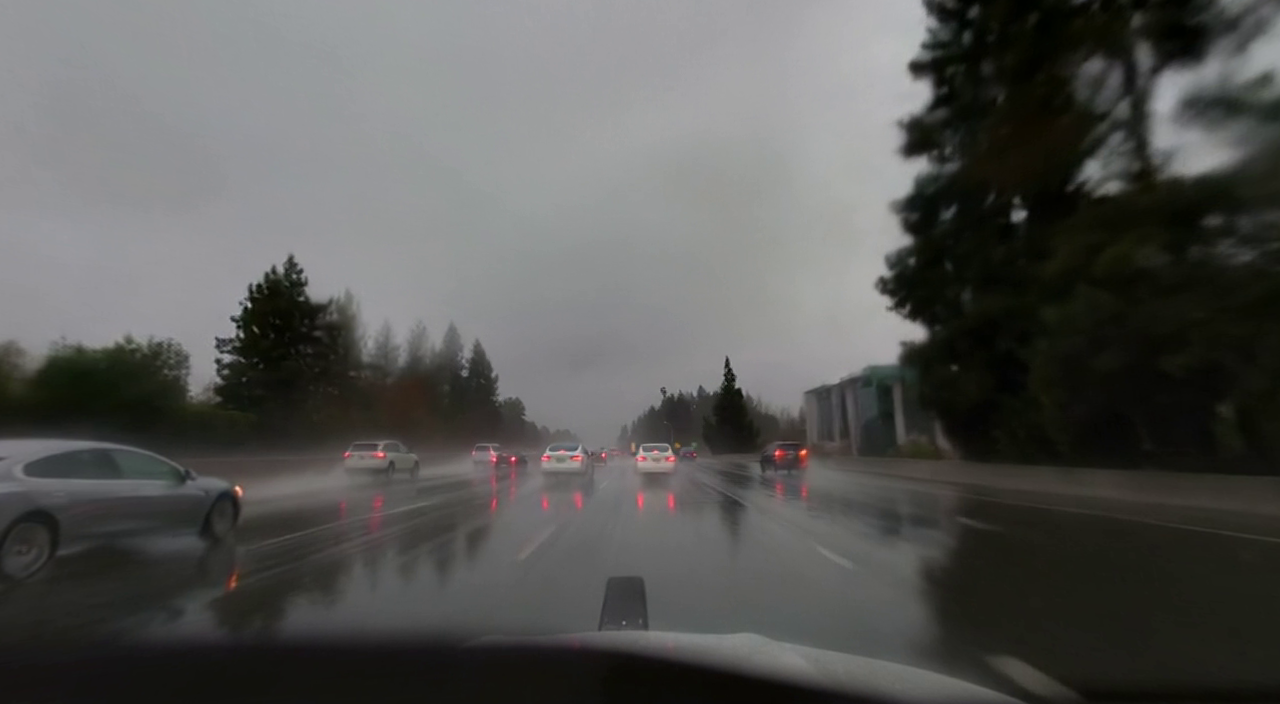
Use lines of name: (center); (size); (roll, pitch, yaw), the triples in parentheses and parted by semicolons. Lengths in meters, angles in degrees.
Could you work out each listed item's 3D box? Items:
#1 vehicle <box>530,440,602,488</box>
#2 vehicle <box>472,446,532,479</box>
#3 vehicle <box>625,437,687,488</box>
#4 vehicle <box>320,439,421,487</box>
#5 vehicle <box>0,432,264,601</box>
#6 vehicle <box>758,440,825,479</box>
vehicle: (-2.711, 4.222, 24.116); (2.102, 1.624, 4.257); (-1, -8, 2)
vehicle: (-6.593, 5.312, 30.580); (1.886, 1.455, 4.148); (0, -8, 1)
vehicle: (0.575, 4.094, 23.788); (2.114, 1.715, 4.136); (-1, -8, 1)
vehicle: (-10.365, 4.277, 24.658); (1.947, 1.683, 4.331); (-1, -8, 1)
vehicle: (-6.705, 1.675, 7.041); (2.116, 1.473, 4.644); (0, -8, 1)
vehicle: (7.503, 5.347, 31.744); (2.071, 1.754, 4.484); (0, -8, -3)
